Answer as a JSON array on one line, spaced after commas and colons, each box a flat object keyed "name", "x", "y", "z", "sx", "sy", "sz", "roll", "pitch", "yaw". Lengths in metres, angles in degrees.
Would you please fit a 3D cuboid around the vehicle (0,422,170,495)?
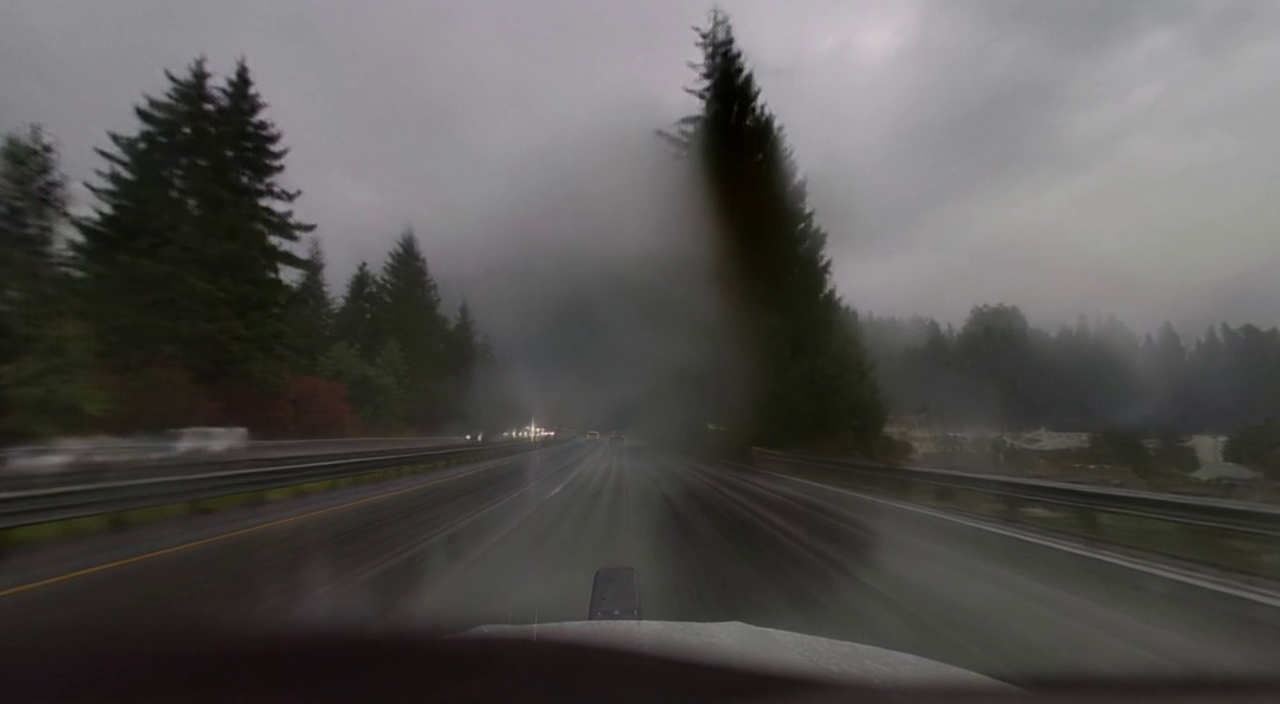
[{"name": "vehicle", "x": -13.656, "y": 2.413, "z": 14.699, "sx": 2.018, "sy": 1.442, "sz": 4.422, "roll": 0, "pitch": -8, "yaw": -1}]
